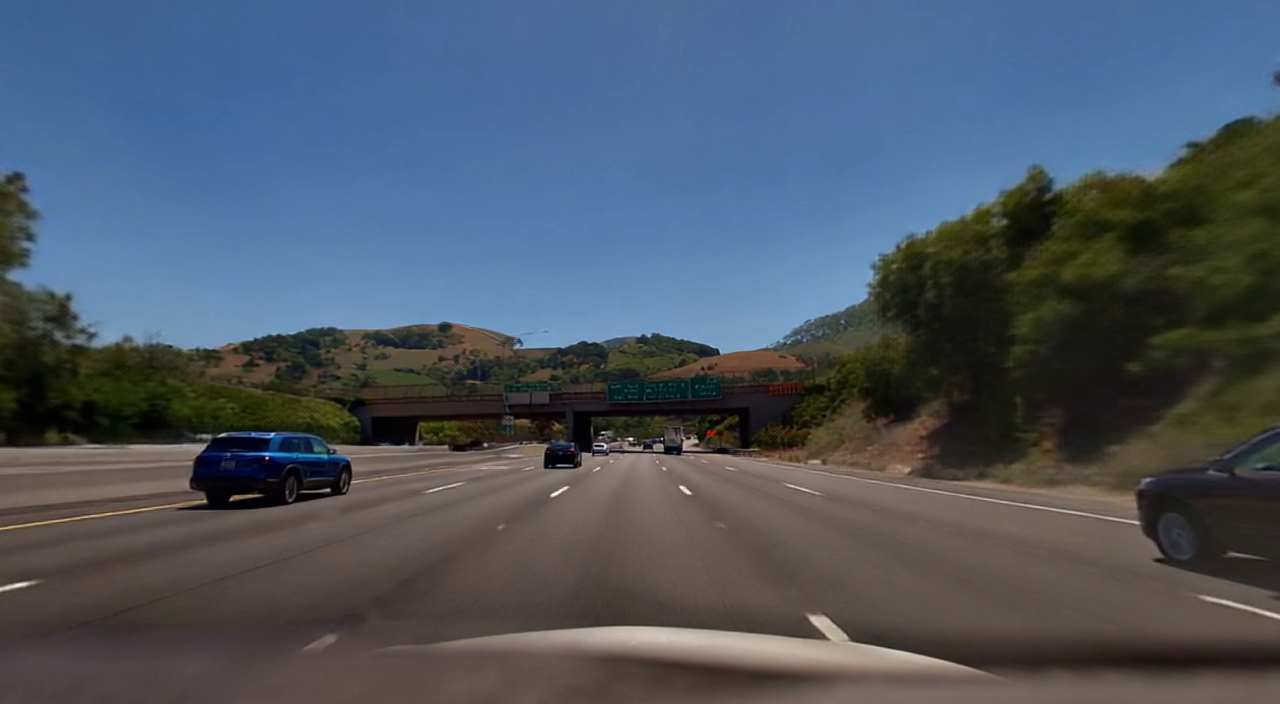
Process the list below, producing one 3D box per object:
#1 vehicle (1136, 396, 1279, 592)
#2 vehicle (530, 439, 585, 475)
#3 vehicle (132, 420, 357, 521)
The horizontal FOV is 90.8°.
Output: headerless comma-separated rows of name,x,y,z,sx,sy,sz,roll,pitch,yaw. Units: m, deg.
vehicle,6.667,1.147,4.864,1.950,1.719,4.545,0,-9,0
vehicle,-3.689,4.769,28.957,1.925,1.509,4.363,0,-9,0
vehicle,-7.644,2.324,12.840,1.860,1.694,4.173,0,-9,-1
